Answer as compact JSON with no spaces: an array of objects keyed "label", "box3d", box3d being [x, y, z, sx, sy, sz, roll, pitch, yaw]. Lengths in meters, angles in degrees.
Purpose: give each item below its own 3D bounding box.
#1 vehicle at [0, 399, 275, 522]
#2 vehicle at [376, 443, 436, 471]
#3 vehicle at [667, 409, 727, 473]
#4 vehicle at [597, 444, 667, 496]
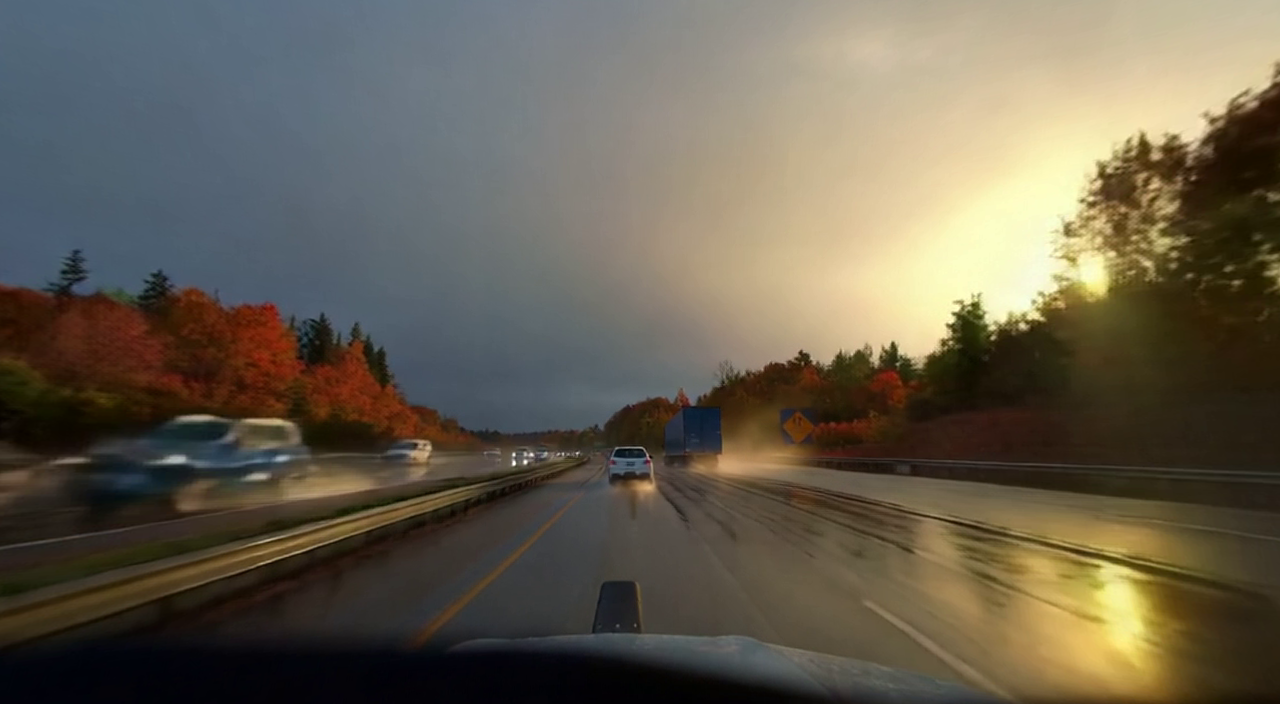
[{"label":"vehicle","box3d":[-9.296,1.986,11.721,2.175,1.804,4.631,0,-9,-1]},{"label":"vehicle","box3d":[-14.022,6.345,37.851,1.953,1.544,4.444,0,-9,-1]},{"label":"vehicle","box3d":[3.908,6.832,46.968,2.900,4.013,14.455,1,-10,-1]},{"label":"vehicle","box3d":[-0.306,3.872,20.938,2.099,1.506,4.097,0,-9,-1]}]
